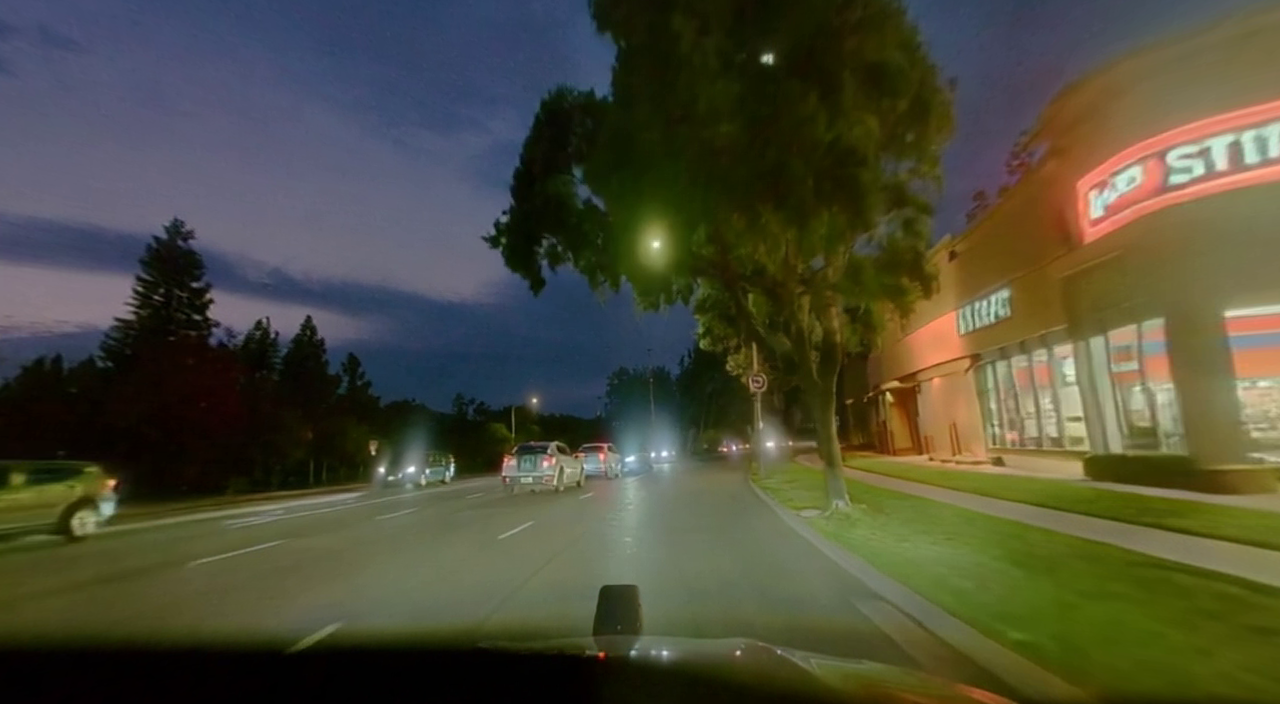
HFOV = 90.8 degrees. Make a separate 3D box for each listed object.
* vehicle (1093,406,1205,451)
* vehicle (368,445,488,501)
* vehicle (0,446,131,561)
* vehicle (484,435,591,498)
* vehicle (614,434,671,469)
[{"bbox_3d":[21.953,3.351,27.204,4.982,1.789,2.303,6,-10,-35],"label":"vehicle"},{"bbox_3d":[-6.529,3.734,19.962,1.974,1.558,3.949,-1,-8,8],"label":"vehicle"},{"bbox_3d":[-10.426,2.286,9.559,1.799,1.682,4.637,0,-8,-4],"label":"vehicle"},{"bbox_3d":[-2.910,3.362,19.016,2.002,1.664,4.113,-1,-8,8],"label":"vehicle"},{"bbox_3d":[0.218,5.538,35.353,2.167,1.832,4.679,-2,-9,13],"label":"vehicle"}]
